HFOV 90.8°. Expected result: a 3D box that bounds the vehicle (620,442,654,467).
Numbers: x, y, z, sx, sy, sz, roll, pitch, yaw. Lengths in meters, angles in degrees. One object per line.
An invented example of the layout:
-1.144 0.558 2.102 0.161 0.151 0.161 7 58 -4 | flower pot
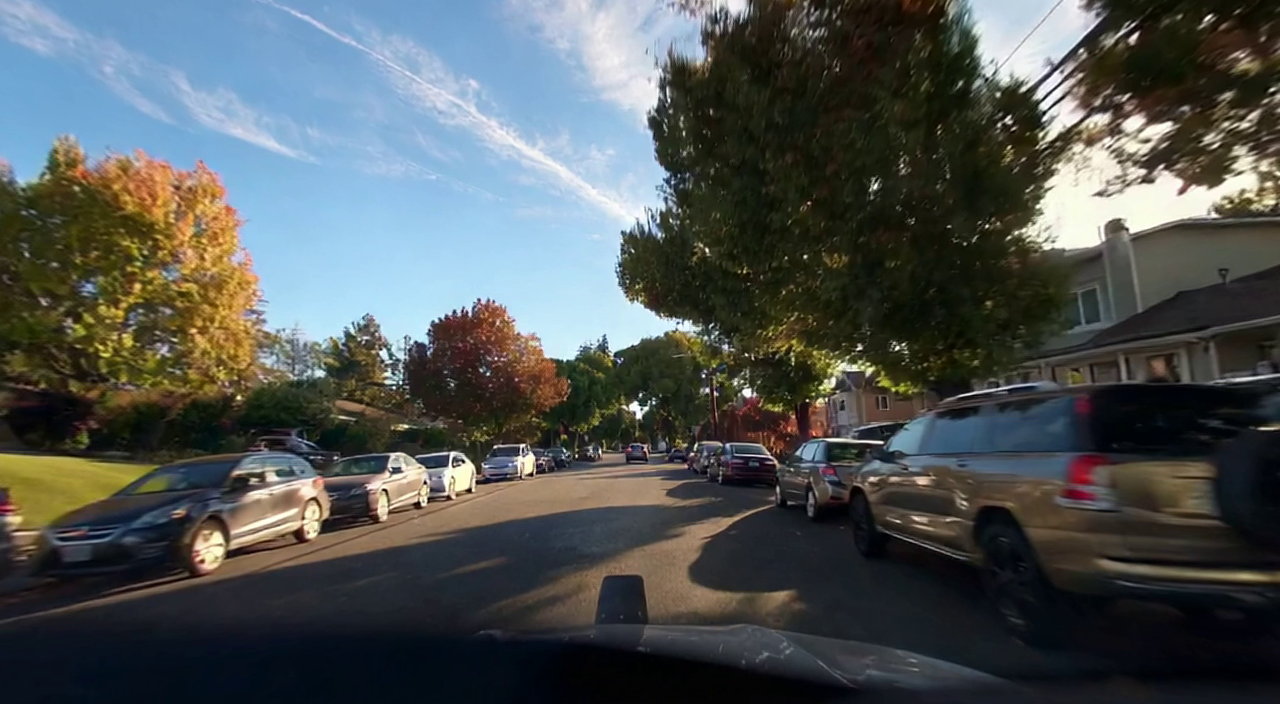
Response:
-0.239 6.705 41.349 2.062 1.509 4.305 0 -8 -1 | vehicle

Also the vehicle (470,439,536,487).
-6.232 5.056 29.278 2.115 1.820 5.002 -3 -7 -3 | vehicle

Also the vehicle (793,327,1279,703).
3.573 1.267 6.327 2.401 1.958 5.999 0 -8 -2 | vehicle

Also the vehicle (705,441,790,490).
3.598 3.914 22.131 2.039 1.480 4.831 -1 -9 -1 | vehicle

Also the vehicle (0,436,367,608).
-5.935 2.099 9.040 1.925 1.578 4.906 -3 -7 0 | vehicle
